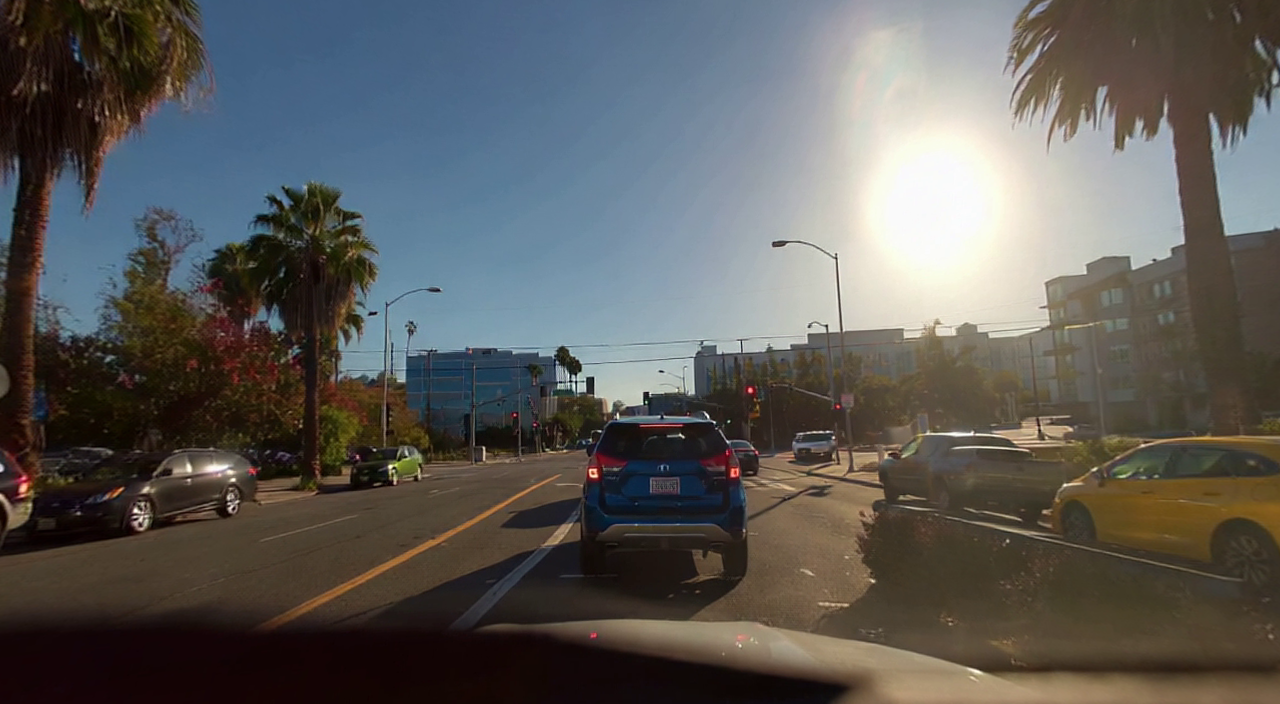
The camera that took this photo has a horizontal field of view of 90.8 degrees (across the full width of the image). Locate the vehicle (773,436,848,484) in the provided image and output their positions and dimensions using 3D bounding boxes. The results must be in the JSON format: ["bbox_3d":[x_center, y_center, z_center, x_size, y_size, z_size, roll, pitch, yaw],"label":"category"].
[{"bbox_3d":[6.584,4.210,24.901,1.948,1.729,4.023,-1,-8,2],"label":"vehicle"}]

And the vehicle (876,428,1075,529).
[{"bbox_3d":[6.666,2.531,13.244,1.930,1.736,4.329,-1,-8,3],"label":"vehicle"}]

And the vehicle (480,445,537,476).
[{"bbox_3d":[-6.730,5.589,32.834,1.928,1.475,4.645,0,-8,1],"label":"vehicle"}]

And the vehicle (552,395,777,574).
[{"bbox_3d":[0.260,1.659,8.603,2.264,1.798,4.258,0,-8,1],"label":"vehicle"}]

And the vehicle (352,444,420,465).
[{"bbox_3d":[-18.716,7.521,46.641,1.759,1.457,4.297,-7,-11,37],"label":"vehicle"}]

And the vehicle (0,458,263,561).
[{"bbox_3d":[-9.579,2.809,11.958,2.054,1.467,4.595,-3,-9,0],"label":"vehicle"}]

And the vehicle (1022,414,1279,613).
[{"bbox_3d":[6.439,1.597,6.915,1.935,1.672,4.139,0,-8,1],"label":"vehicle"}]
